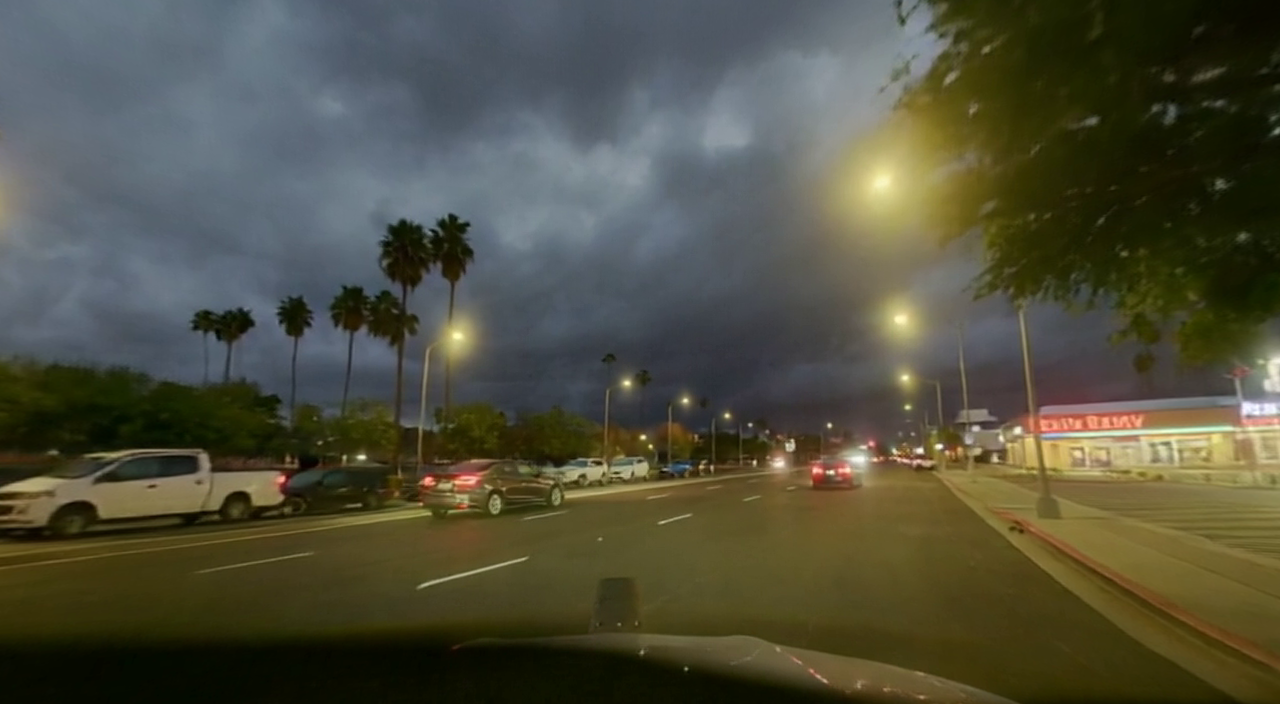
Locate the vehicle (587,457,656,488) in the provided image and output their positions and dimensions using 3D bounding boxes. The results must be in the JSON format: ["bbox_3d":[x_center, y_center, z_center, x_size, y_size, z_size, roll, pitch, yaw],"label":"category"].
[{"bbox_3d":[-0.936,6.650,35.135,1.981,1.493,4.721,-4,-9,23],"label":"vehicle"}]

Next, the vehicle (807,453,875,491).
[{"bbox_3d":[9.175,5.345,28.466,2.139,1.461,4.918,-4,-10,26],"label":"vehicle"}]

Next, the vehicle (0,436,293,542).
[{"bbox_3d":[-10.384,2.911,13.460,1.989,1.792,4.884,-6,-13,22],"label":"vehicle"}]

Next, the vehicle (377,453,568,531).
[{"bbox_3d":[-3.790,3.220,15.192,2.090,1.520,4.452,-4,-9,23],"label":"vehicle"}]
